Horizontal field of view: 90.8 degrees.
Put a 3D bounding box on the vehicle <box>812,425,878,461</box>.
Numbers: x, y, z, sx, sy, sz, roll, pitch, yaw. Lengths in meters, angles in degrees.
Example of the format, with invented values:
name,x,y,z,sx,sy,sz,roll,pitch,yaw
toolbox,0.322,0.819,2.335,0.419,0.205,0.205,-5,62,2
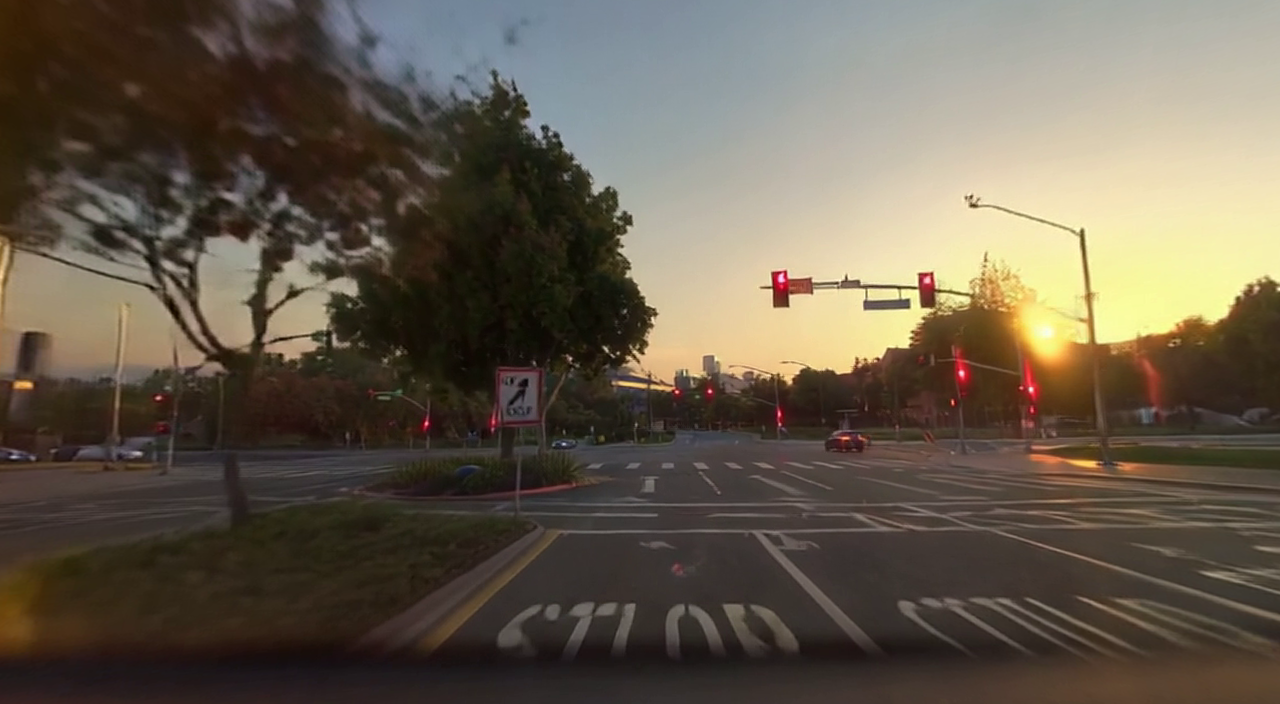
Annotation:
name,x,y,z,sx,sy,sz,roll,pitch,yaw
vehicle,11.364,5.105,35.366,2.156,1.881,4.743,0,-8,1
